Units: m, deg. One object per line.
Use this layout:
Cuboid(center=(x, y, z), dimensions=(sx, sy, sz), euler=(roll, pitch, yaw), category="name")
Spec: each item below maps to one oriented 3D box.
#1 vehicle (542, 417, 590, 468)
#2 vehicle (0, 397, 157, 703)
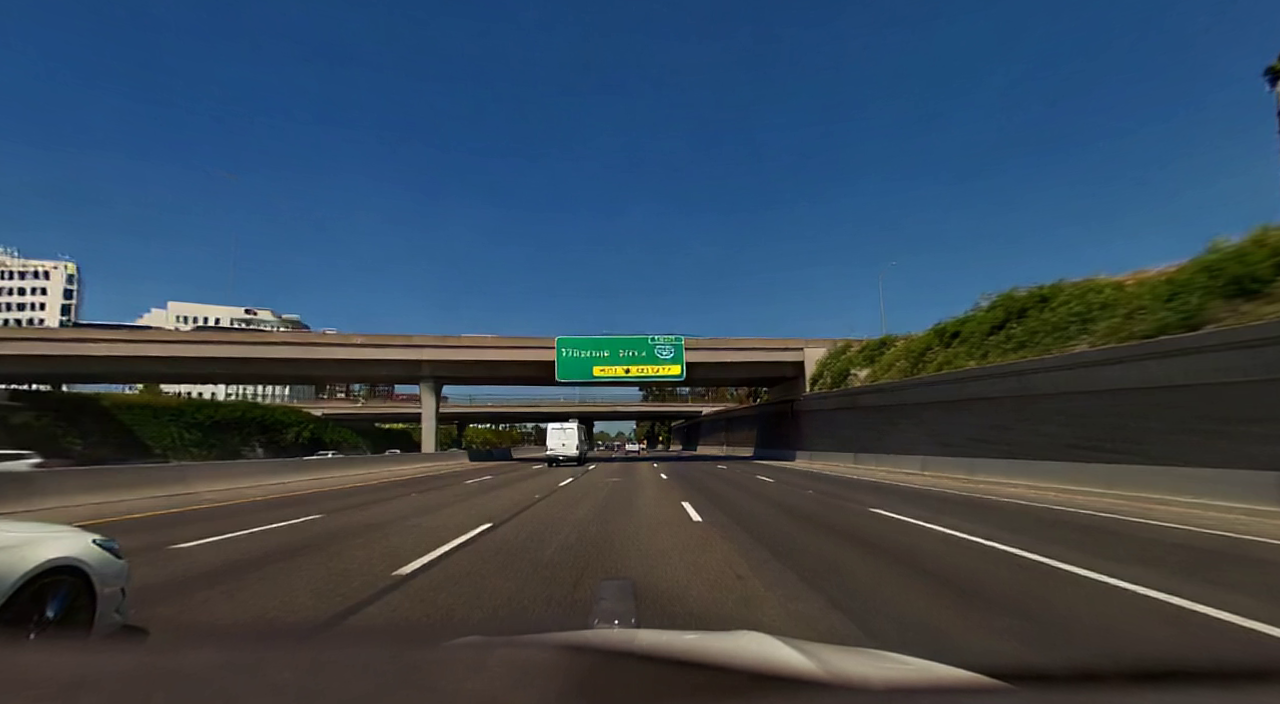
Cuboid(center=(-4.636, 5.819, 40.495), dimensions=(2.364, 2.953, 6.732), euler=(0, -8, -1), category="vehicle")
Cuboid(center=(-4.112, 0.801, 1.692), dimensions=(2.025, 1.556, 4.594), euler=(0, -8, -1), category="vehicle")
